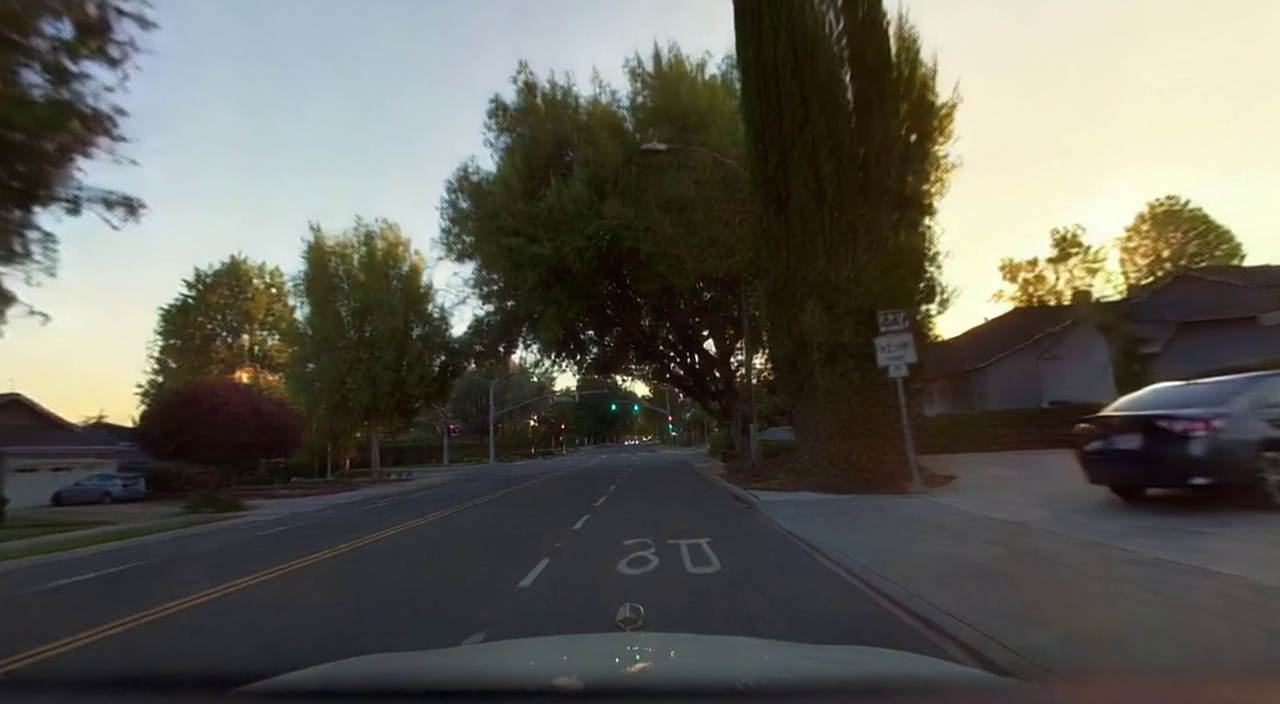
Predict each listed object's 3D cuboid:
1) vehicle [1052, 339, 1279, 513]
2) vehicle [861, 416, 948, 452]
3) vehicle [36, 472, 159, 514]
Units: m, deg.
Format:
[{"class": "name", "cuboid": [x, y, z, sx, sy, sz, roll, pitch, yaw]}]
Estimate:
[{"class": "vehicle", "cuboid": [8.179, 1.003, 8.291, 4.636, 1.823, 1.997, 3, -9, -18]}, {"class": "vehicle", "cuboid": [14.608, 4.560, 34.795, 3.917, 1.454, 1.725, -7, -8, 0]}, {"class": "vehicle", "cuboid": [-22.517, 5.847, 26.276, 1.847, 1.461, 3.659, 0, -8, 0]}]
